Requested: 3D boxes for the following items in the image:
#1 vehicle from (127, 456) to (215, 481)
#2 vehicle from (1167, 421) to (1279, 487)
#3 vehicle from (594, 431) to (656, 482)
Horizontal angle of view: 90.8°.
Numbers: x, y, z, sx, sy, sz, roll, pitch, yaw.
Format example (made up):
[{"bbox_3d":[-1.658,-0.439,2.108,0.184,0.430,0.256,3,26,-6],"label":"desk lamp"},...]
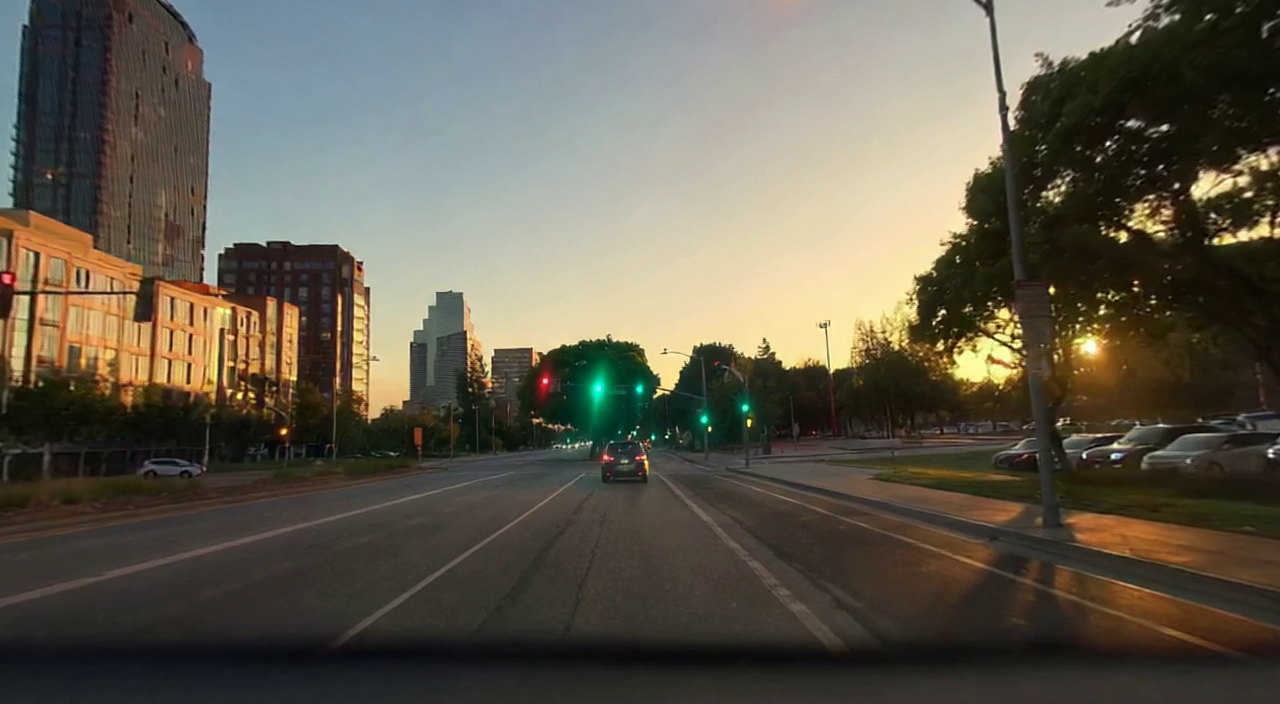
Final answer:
[{"bbox_3d":[-35.000,8.690,47.234,4.884,1.736,2.049,0,-9,-1],"label":"vehicle"},{"bbox_3d":[16.132,2.551,16.206,3.499,1.419,1.792,-4,-8,-1],"label":"vehicle"},{"bbox_3d":[-0.565,3.908,23.806,2.130,1.711,4.038,0,-9,-1],"label":"vehicle"}]
